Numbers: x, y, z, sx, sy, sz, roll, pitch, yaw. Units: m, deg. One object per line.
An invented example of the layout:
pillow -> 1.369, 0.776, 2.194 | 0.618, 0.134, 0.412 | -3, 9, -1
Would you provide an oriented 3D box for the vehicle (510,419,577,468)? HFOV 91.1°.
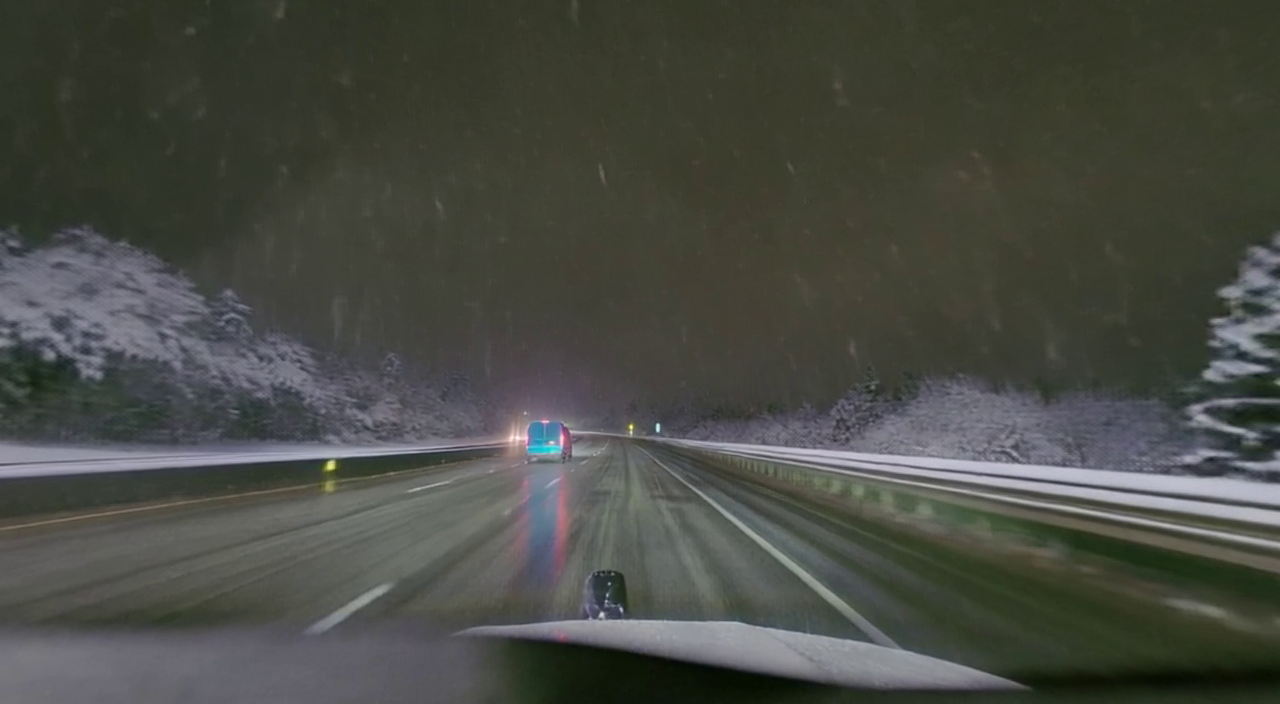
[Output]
vehicle -> -4.331, 4.202, 29.089 | 2.309, 2.053, 4.884 | 0, -8, 0
